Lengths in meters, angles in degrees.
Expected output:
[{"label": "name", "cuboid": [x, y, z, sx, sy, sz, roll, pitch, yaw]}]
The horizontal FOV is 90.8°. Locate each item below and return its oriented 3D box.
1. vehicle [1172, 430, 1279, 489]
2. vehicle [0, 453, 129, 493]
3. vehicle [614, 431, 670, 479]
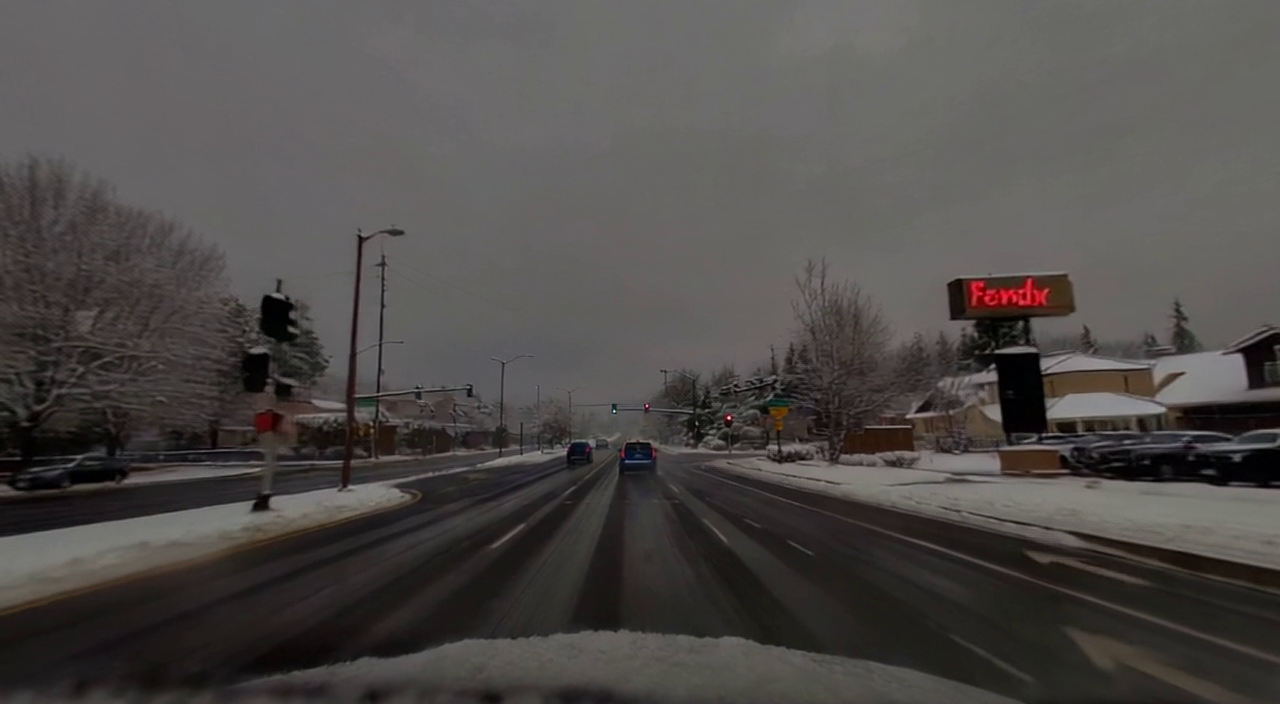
[{"label": "vehicle", "cuboid": [18.773, 3.178, 18.854, 3.892, 1.624, 2.085, 0, -9, -3]}, {"label": "vehicle", "cuboid": [-26.224, 5.436, 28.678, 2.031, 1.622, 4.722, 0, -9, 0]}, {"label": "vehicle", "cuboid": [0.040, 4.555, 28.110, 2.273, 1.909, 5.075, 0, -9, -1]}]
